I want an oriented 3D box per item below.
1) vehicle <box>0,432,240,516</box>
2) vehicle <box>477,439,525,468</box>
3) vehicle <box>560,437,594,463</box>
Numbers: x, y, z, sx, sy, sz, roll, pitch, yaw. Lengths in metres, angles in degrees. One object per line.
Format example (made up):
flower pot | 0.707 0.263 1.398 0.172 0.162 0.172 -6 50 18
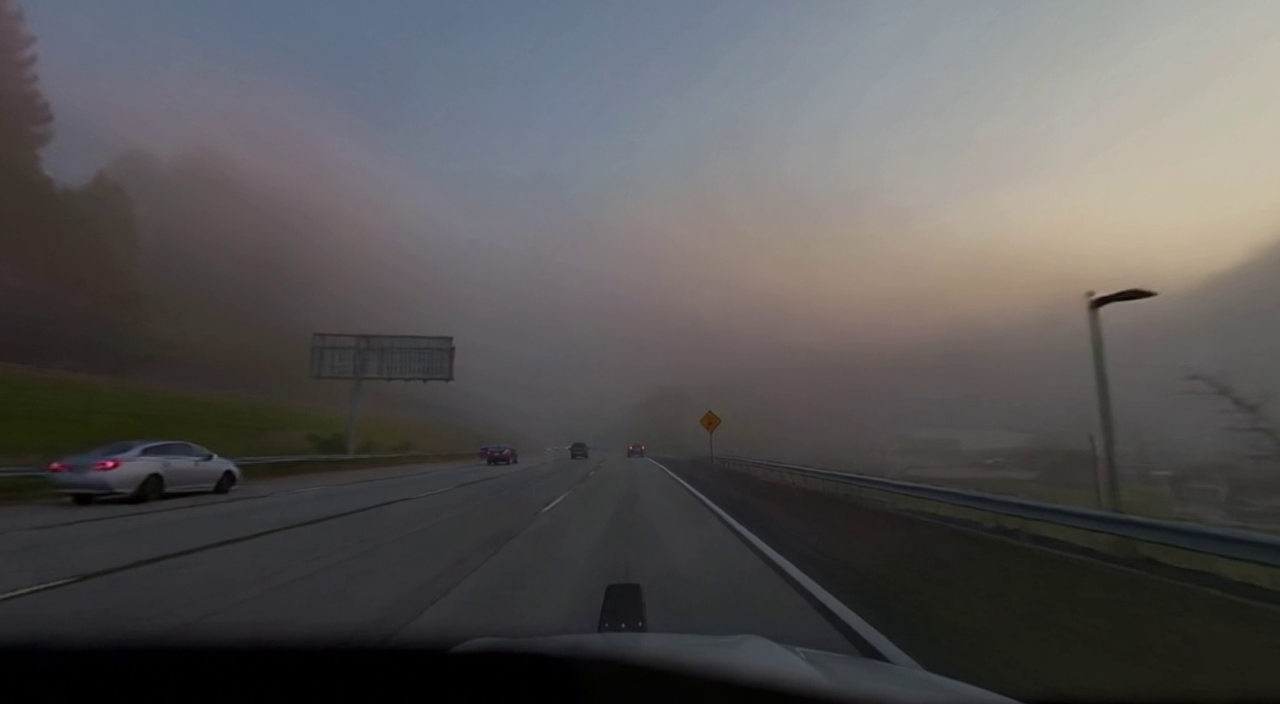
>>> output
vehicle | -11.380 2.556 13.722 2.056 1.489 4.852 0 -9 0
vehicle | -8.360 6.144 38.197 2.015 1.651 4.432 0 -9 -1
vehicle | -4.633 7.243 46.545 2.138 1.833 4.622 0 -9 -1
